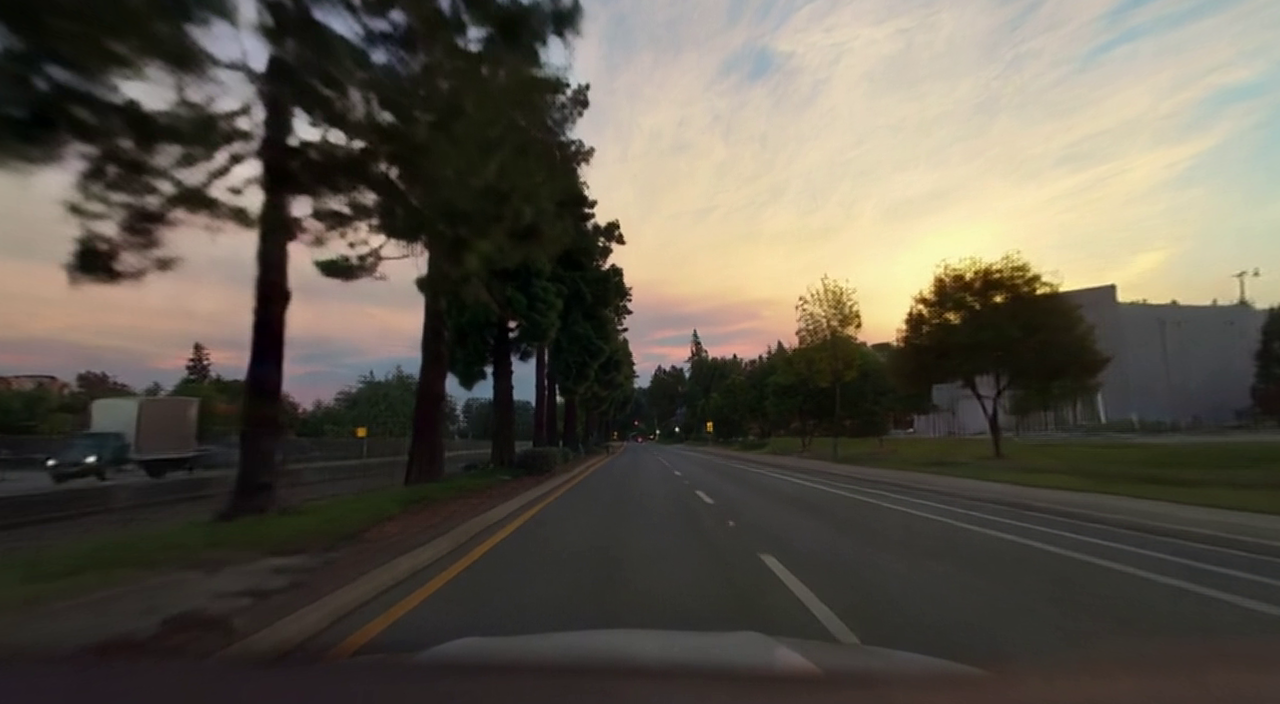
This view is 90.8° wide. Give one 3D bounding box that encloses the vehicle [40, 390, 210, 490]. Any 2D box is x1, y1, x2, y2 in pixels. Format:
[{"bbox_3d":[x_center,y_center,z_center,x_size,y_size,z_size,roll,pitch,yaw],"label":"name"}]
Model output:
[{"bbox_3d":[-17.388,2.981,21.687,2.575,2.950,4.003,-3,-7,-3],"label":"vehicle"}]
